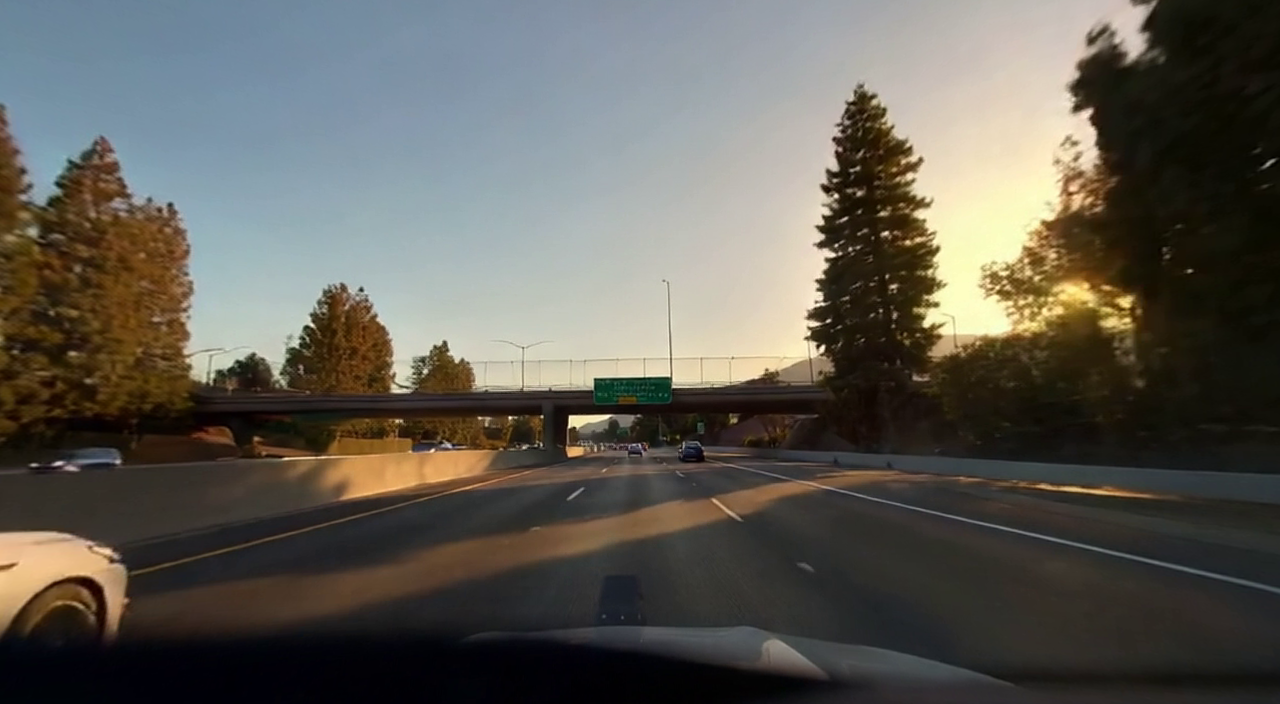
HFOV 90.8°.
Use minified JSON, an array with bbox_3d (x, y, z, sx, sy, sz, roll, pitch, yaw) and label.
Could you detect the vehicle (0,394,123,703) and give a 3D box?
[{"bbox_3d":[-3.653,0.719,1.003,2.050,1.547,4.266,0,-9,0],"label":"vehicle"}]
